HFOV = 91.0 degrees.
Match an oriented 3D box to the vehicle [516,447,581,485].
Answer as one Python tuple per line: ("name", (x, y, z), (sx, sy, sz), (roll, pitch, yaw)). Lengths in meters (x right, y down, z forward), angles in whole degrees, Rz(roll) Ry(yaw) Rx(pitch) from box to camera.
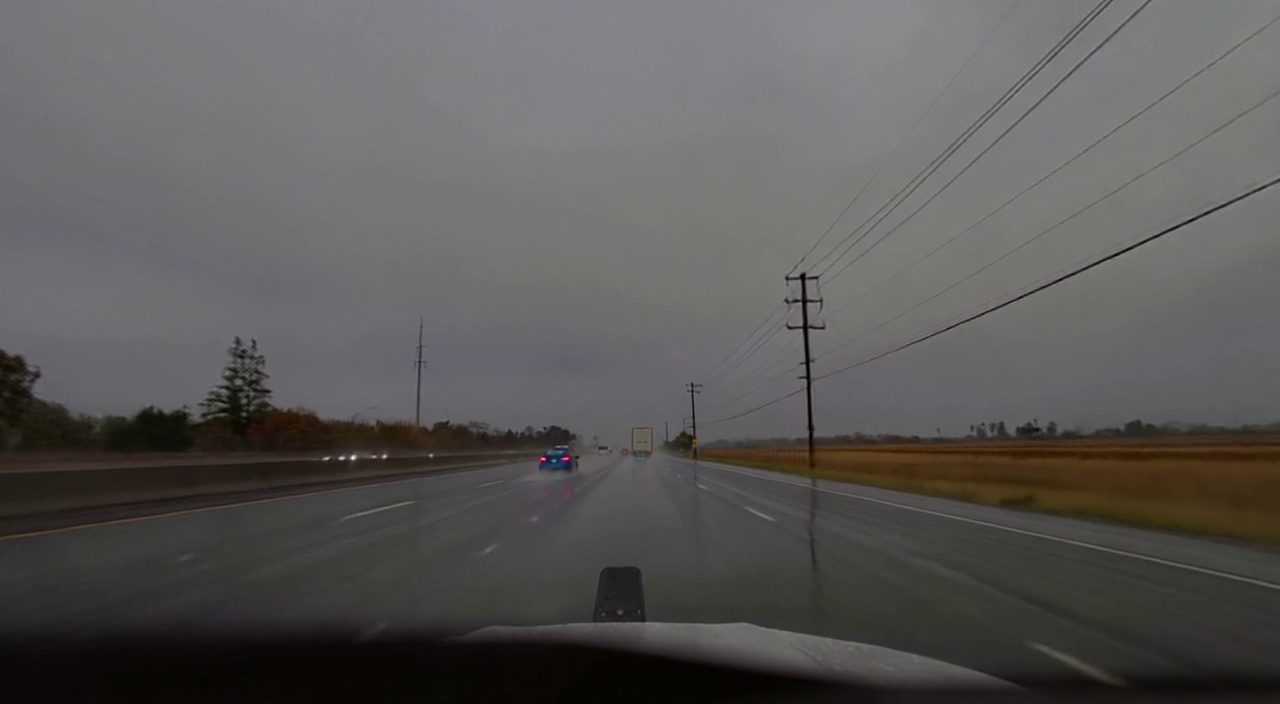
("vehicle", (-3.868, 4.921, 27.534), (2.104, 1.501, 4.459), (0, -9, 1))
